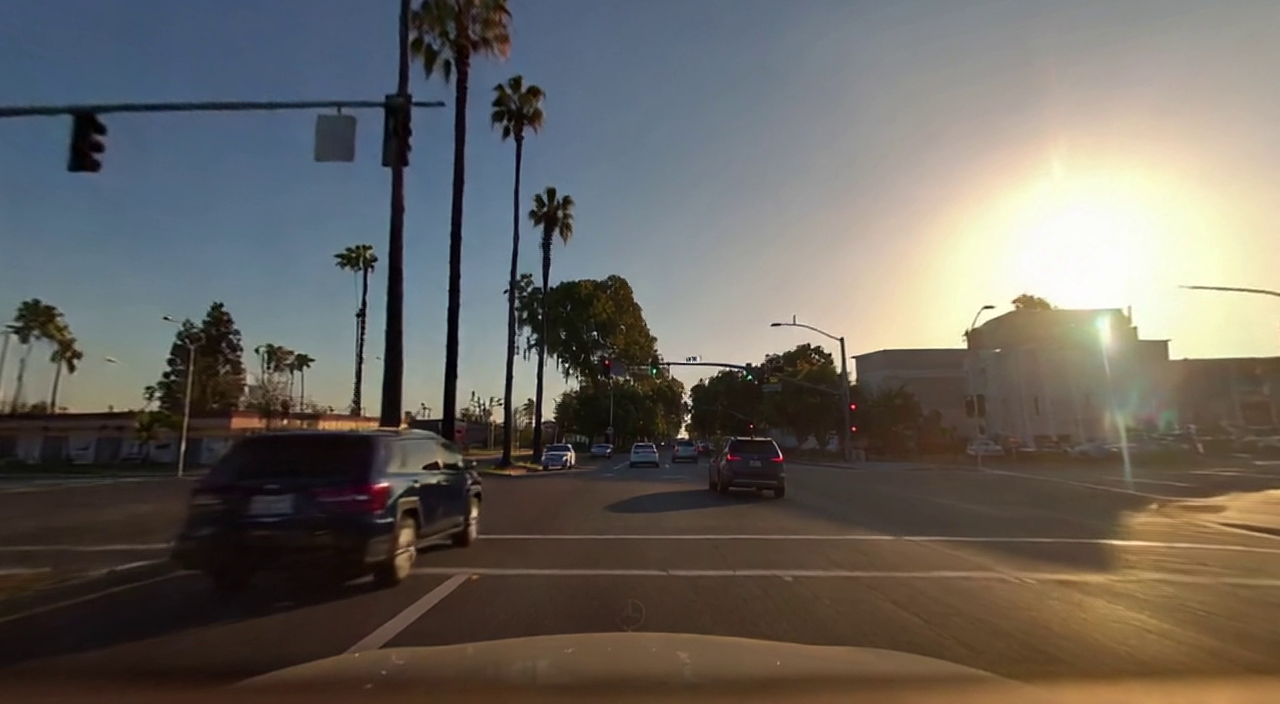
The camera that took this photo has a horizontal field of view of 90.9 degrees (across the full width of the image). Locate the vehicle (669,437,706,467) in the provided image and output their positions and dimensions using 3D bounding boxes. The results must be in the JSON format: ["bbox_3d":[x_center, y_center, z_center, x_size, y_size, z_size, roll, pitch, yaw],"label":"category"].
[{"bbox_3d":[3.240,6.964,43.961,2.154,1.975,4.634,0,-8,-1],"label":"vehicle"}]

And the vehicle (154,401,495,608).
[{"bbox_3d":[-3.320,1.679,7.888,1.972,1.827,4.433,0,-8,0],"label":"vehicle"}]

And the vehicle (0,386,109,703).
[{"bbox_3d":[-3.280,0.680,0.595,1.788,1.600,4.298,0,-8,0],"label":"vehicle"}]

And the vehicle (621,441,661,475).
[{"bbox_3d":[0.026,5.580,33.441,1.991,1.664,3.814,0,-8,-1],"label":"vehicle"}]

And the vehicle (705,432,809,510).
[{"bbox_3d":[2.857,2.979,16.235,1.872,1.752,3.896,0,-8,-1],"label":"vehicle"}]

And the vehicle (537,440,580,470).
[{"bbox_3d":[-5.300,6.768,41.529,2.126,1.790,4.332,2,-8,1],"label":"vehicle"}]
